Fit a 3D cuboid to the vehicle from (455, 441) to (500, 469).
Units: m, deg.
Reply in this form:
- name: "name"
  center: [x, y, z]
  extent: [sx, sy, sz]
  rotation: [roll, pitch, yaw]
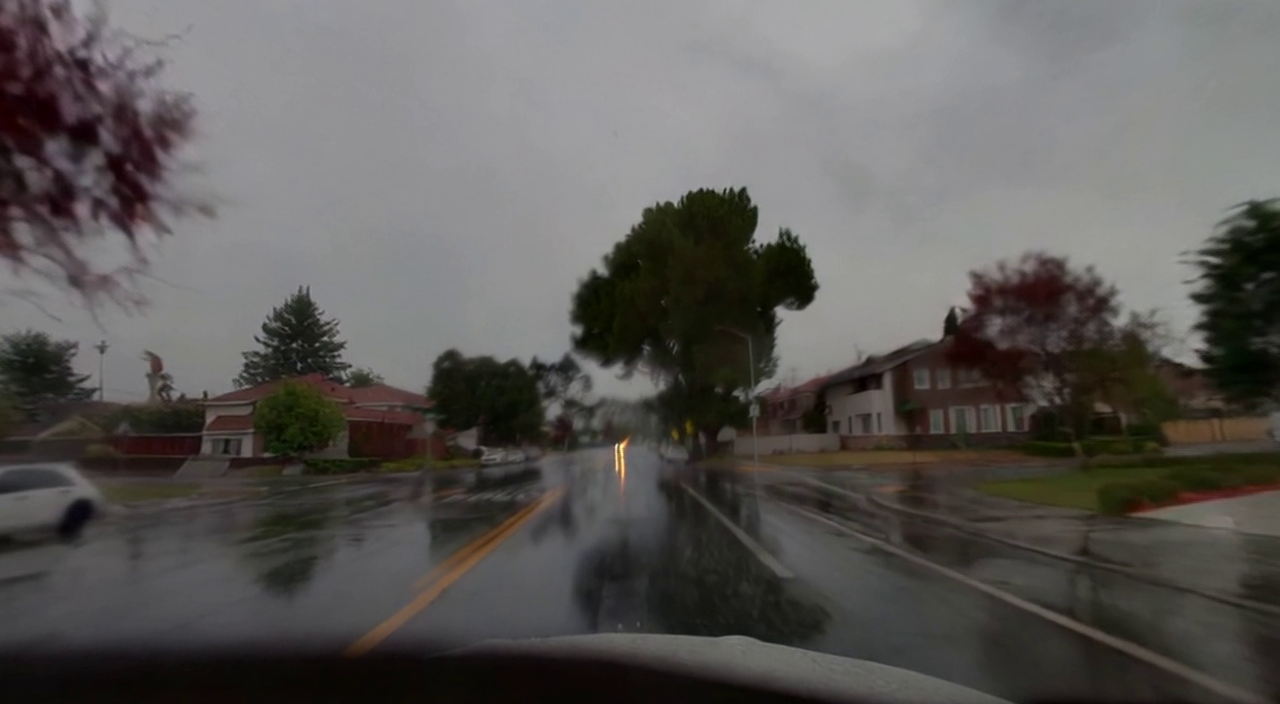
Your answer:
- name: "vehicle"
  center: [-12.548, 7.999, 49.269]
  extent: [2.199, 1.988, 5.454]
  rotation: [0, -9, -2]

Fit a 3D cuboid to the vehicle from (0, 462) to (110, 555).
- name: "vehicle"
  center: [-11.558, 2.656, 10.511]
  extent: [1.870, 1.451, 4.140]
  rotation: [-1, -8, 0]
